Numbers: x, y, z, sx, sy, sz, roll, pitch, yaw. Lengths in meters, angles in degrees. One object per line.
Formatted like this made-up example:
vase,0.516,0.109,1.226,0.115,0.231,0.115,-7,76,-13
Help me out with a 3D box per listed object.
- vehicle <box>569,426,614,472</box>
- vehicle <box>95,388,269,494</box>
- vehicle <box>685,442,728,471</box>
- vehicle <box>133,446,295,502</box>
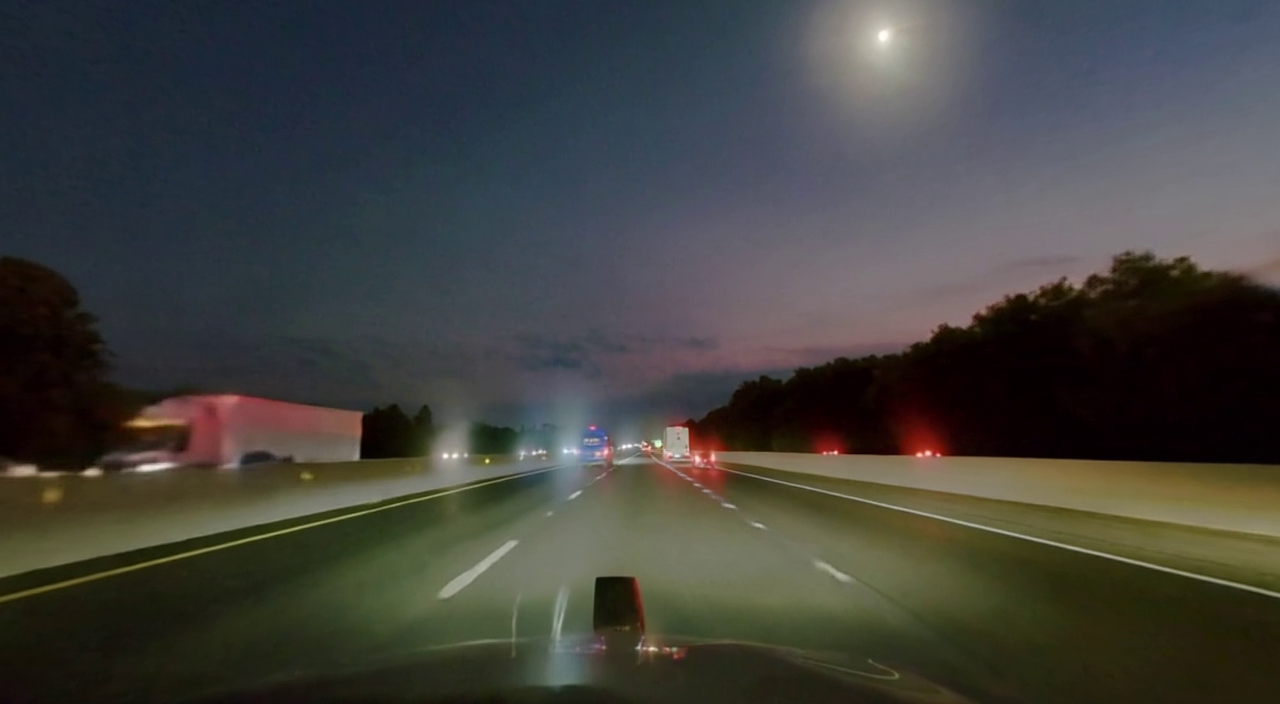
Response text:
vehicle,-2.993,6.209,40.385,2.380,2.648,6.879,0,-9,-1
vehicle,-20.378,4.068,28.693,3.054,4.226,6.203,0,-9,0
vehicle,3.956,6.323,38.339,2.066,1.638,4.158,0,-9,-2
vehicle,-12.440,3.562,18.844,1.829,1.445,4.332,0,-9,0
